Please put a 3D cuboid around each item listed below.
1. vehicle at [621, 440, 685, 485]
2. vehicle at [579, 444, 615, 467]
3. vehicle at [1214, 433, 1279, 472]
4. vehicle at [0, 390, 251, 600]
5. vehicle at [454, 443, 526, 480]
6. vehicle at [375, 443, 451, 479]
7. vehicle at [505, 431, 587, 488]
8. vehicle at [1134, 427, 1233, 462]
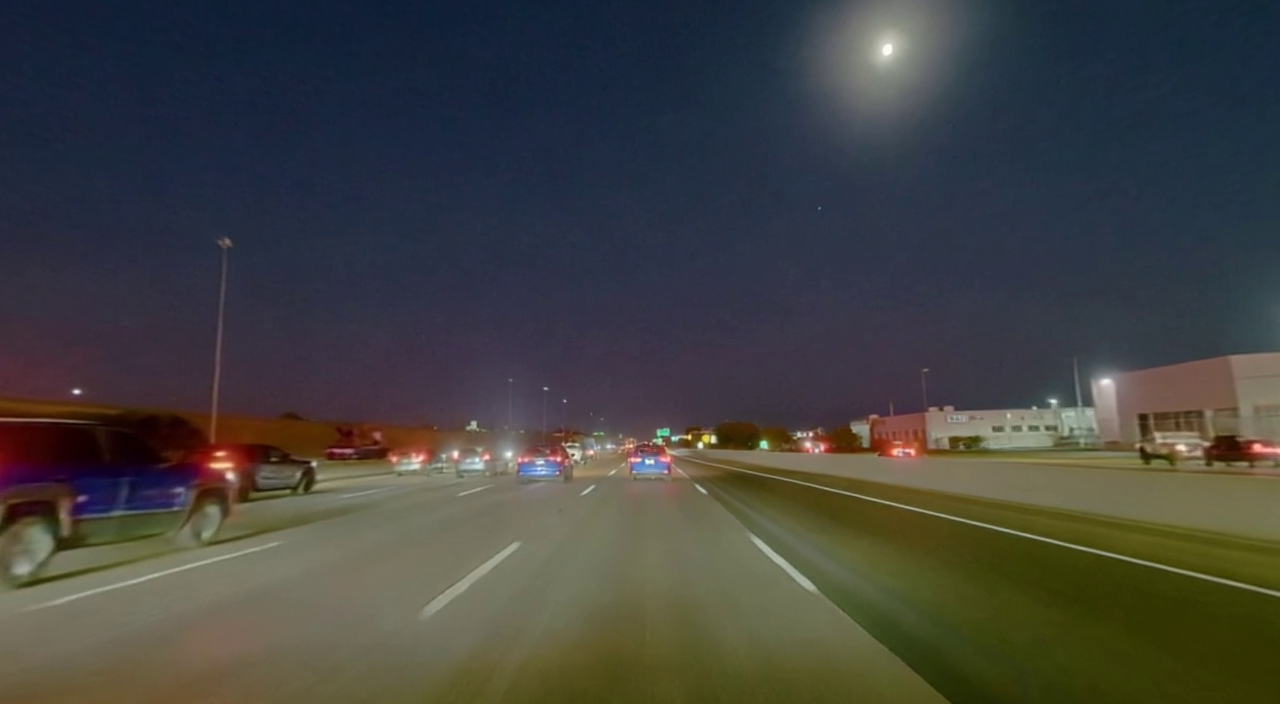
[{"bbox_3d":[0.435,3.903,22.592,2.090,1.474,3.970,0,-8,1],"label":"vehicle"},{"bbox_3d":[-2.933,7.156,43.823,2.048,1.497,4.466,0,-8,1],"label":"vehicle"},{"bbox_3d":[30.856,4.825,30.479,1.858,1.741,4.683,-2,-7,1],"label":"vehicle"},{"bbox_3d":[-6.615,1.395,6.504,2.125,1.804,4.864,0,-8,-1],"label":"vehicle"},{"bbox_3d":[-6.321,4.650,27.110,1.933,1.439,4.441,0,-8,1],"label":"vehicle"},{"bbox_3d":[-10.102,4.855,28.417,1.861,1.495,4.007,0,-8,1],"label":"vehicle"},{"bbox_3d":[-3.080,3.645,21.648,2.007,1.730,4.412,0,-8,1],"label":"vehicle"},{"bbox_3d":[30.862,5.299,35.968,1.939,1.888,3.984,0,-9,-1],"label":"vehicle"}]
